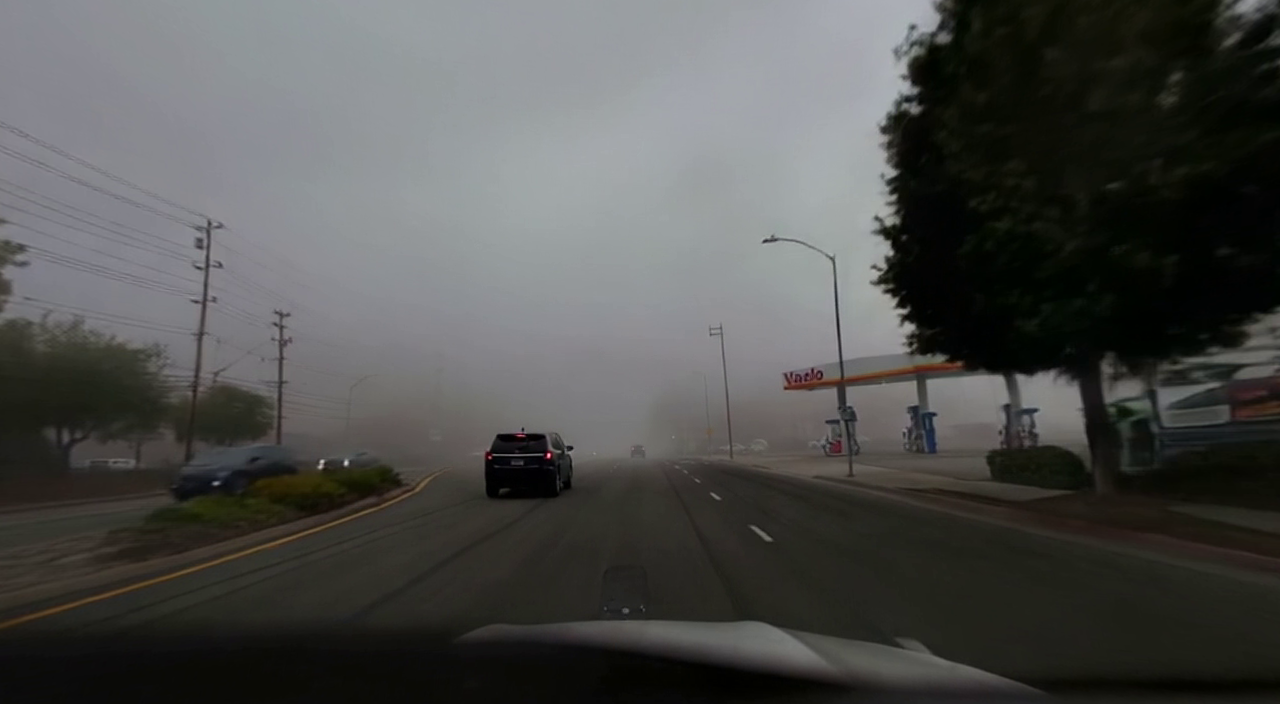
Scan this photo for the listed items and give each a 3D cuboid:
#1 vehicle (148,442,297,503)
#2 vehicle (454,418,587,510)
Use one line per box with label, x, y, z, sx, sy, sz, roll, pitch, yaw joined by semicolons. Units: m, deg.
vehicle;-13.098;3.760;20.152;1.825;1.705;4.234;0;-8;0
vehicle;-2.639;2.621;15.238;2.190;1.844;4.751;0;-8;1
